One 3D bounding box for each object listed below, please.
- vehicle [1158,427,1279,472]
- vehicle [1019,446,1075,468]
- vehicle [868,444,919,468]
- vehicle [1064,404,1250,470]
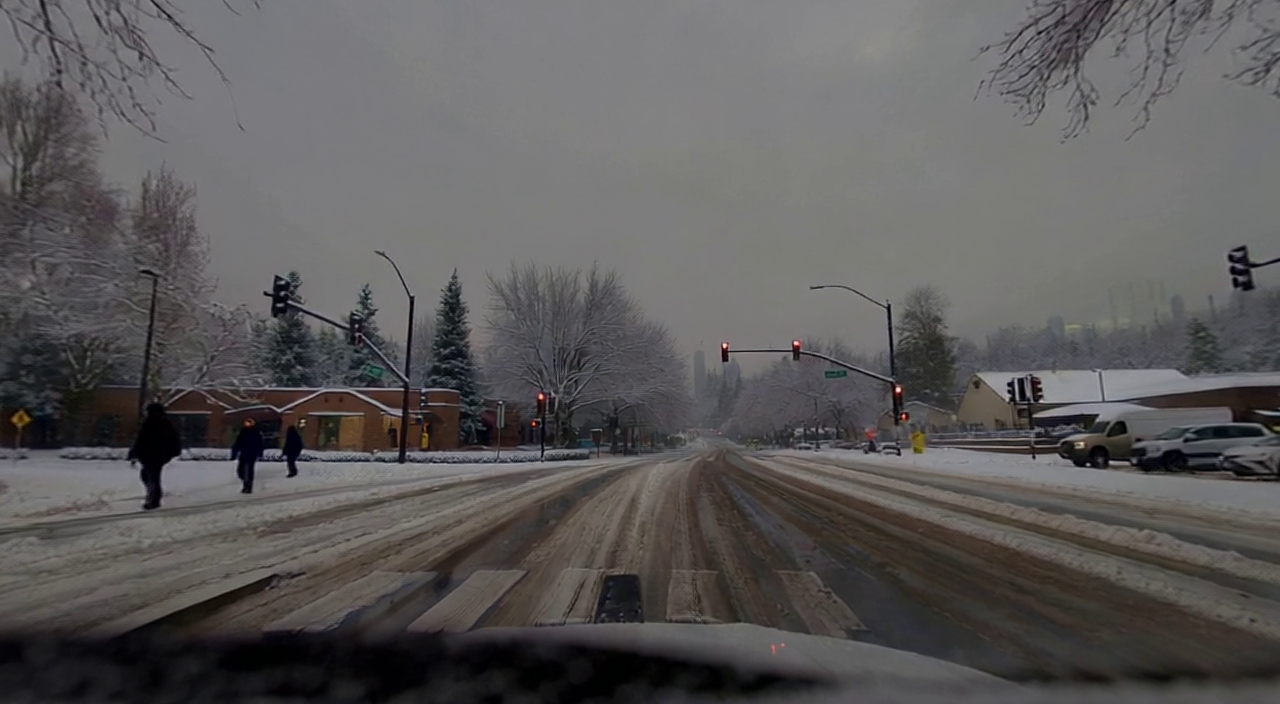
[{"bbox_3d":[21.272,3.377,21.964,4.740,1.464,1.876,-1,-9,3],"label":"vehicle"},{"bbox_3d":[27.682,7.133,43.088,1.589,1.405,3.633,-1,-9,5],"label":"vehicle"},{"bbox_3d":[17.500,7.189,43.766,1.789,1.557,4.293,0,-9,1],"label":"vehicle"},{"bbox_3d":[22.962,3.832,28.331,5.855,2.746,2.523,-1,-9,3],"label":"vehicle"}]
